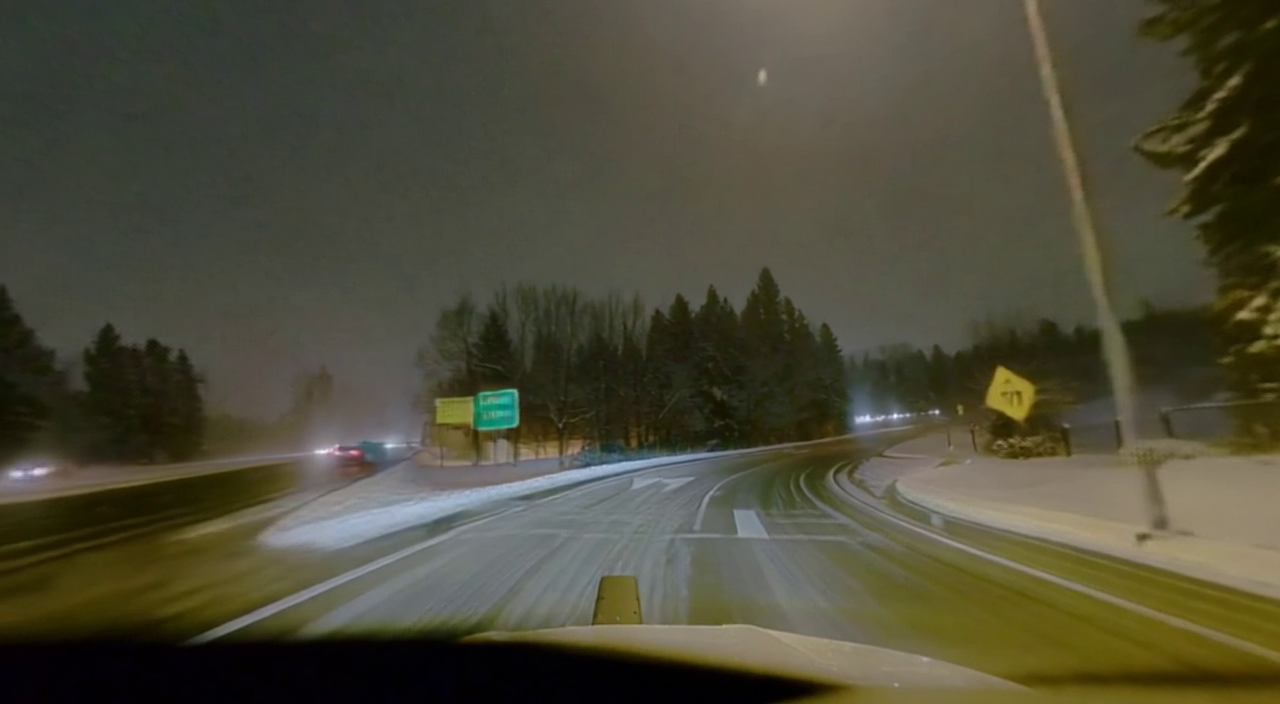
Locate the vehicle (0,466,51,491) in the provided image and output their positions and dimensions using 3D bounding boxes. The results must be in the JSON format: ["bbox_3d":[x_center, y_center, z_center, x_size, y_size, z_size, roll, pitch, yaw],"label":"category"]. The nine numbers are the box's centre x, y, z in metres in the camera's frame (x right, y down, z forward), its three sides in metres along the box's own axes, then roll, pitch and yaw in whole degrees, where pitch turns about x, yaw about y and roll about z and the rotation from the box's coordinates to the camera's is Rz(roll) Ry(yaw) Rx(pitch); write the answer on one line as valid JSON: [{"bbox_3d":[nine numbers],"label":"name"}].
[{"bbox_3d":[-41.209,8.315,41.534,1.869,1.449,4.225,2,-9,-18],"label":"vehicle"}]

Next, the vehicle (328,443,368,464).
[{"bbox_3d":[-21.460,7.466,46.554,2.108,1.472,4.099,2,-9,-18],"label":"vehicle"}]
